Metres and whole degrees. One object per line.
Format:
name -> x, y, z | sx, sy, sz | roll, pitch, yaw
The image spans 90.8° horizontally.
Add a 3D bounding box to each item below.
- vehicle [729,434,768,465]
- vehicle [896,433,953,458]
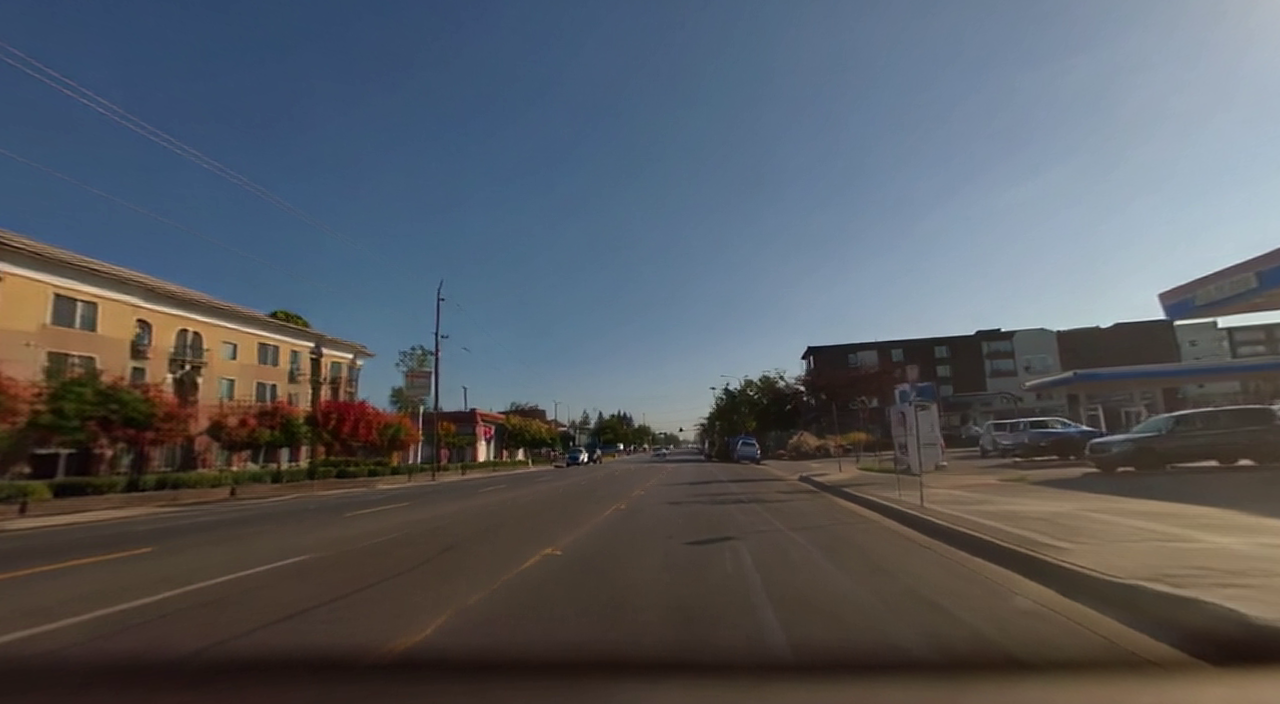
vehicle -> 6.932, 6.301, 40.995 | 2.194, 1.896, 5.049 | -1, -9, 7
vehicle -> 17.464, 5.792, 38.996 | 1.919, 1.411, 4.440 | -1, -9, 7
